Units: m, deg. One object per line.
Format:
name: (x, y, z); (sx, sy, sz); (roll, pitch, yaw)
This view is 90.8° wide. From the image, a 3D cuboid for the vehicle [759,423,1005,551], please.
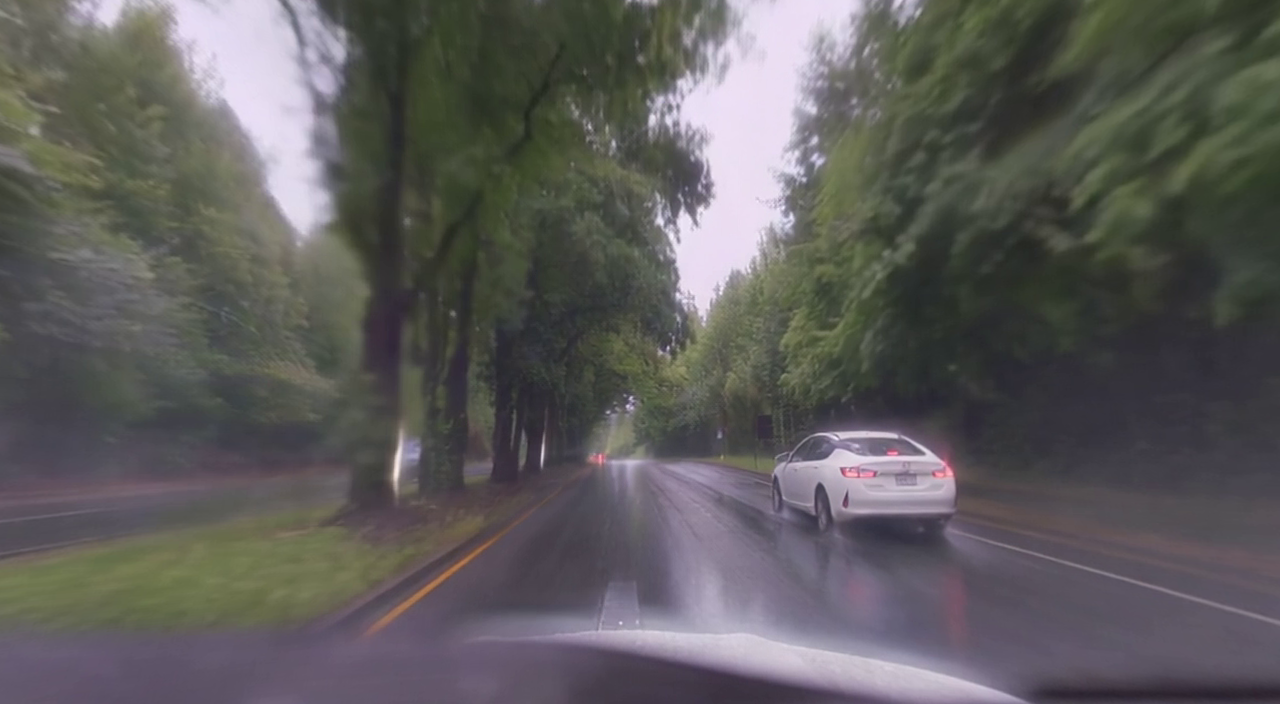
vehicle: (3.493, 2.046, 10.315); (2.060, 1.584, 4.592); (0, -9, -2)
